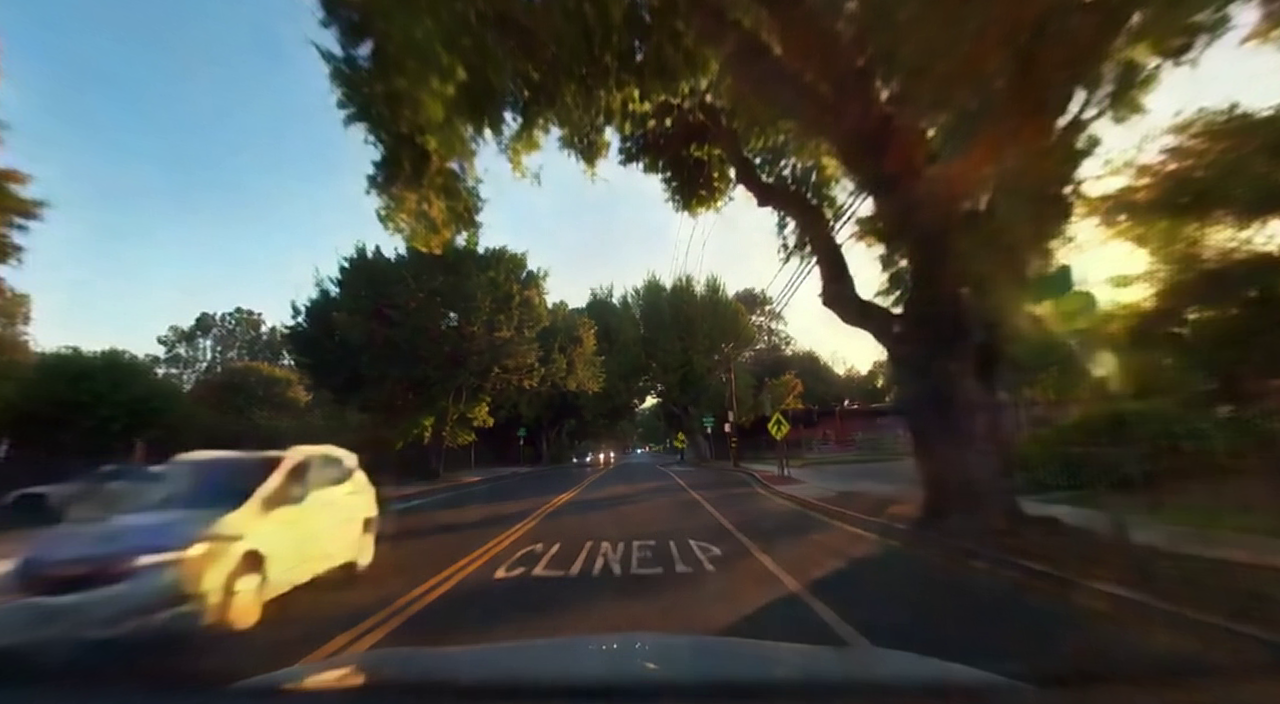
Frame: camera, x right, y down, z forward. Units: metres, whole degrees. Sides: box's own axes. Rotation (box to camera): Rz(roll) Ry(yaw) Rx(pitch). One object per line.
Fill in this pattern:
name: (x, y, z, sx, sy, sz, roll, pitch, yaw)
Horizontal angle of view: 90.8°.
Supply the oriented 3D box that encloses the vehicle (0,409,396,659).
vehicle: (-4.409, 1.597, 6.611, 2.008, 1.730, 4.243, 0, -9, 0)
